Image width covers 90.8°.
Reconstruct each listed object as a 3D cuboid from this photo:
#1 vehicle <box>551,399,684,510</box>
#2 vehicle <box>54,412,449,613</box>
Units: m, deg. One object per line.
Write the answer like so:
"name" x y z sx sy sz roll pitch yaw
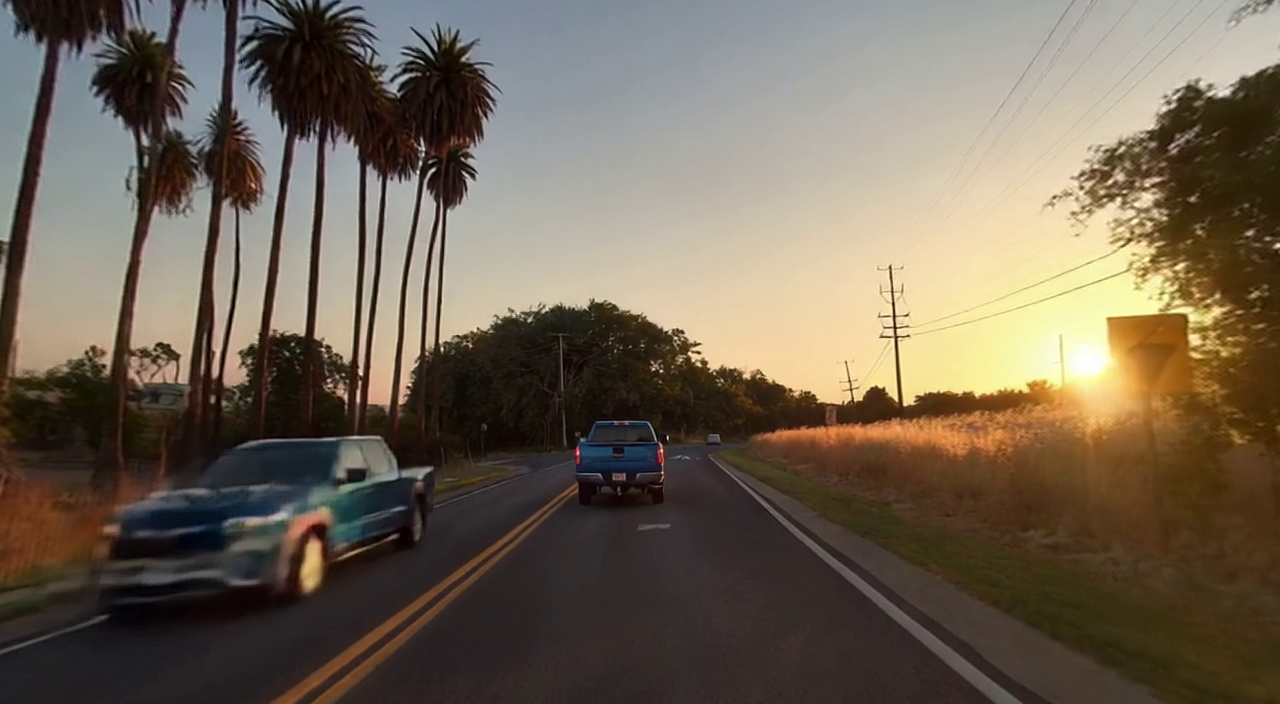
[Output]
"vehicle" -0.505 2.521 15.860 2.693 2.223 5.885 0 -8 -1
"vehicle" -4.331 1.844 8.345 2.128 1.834 4.877 0 -8 -1
